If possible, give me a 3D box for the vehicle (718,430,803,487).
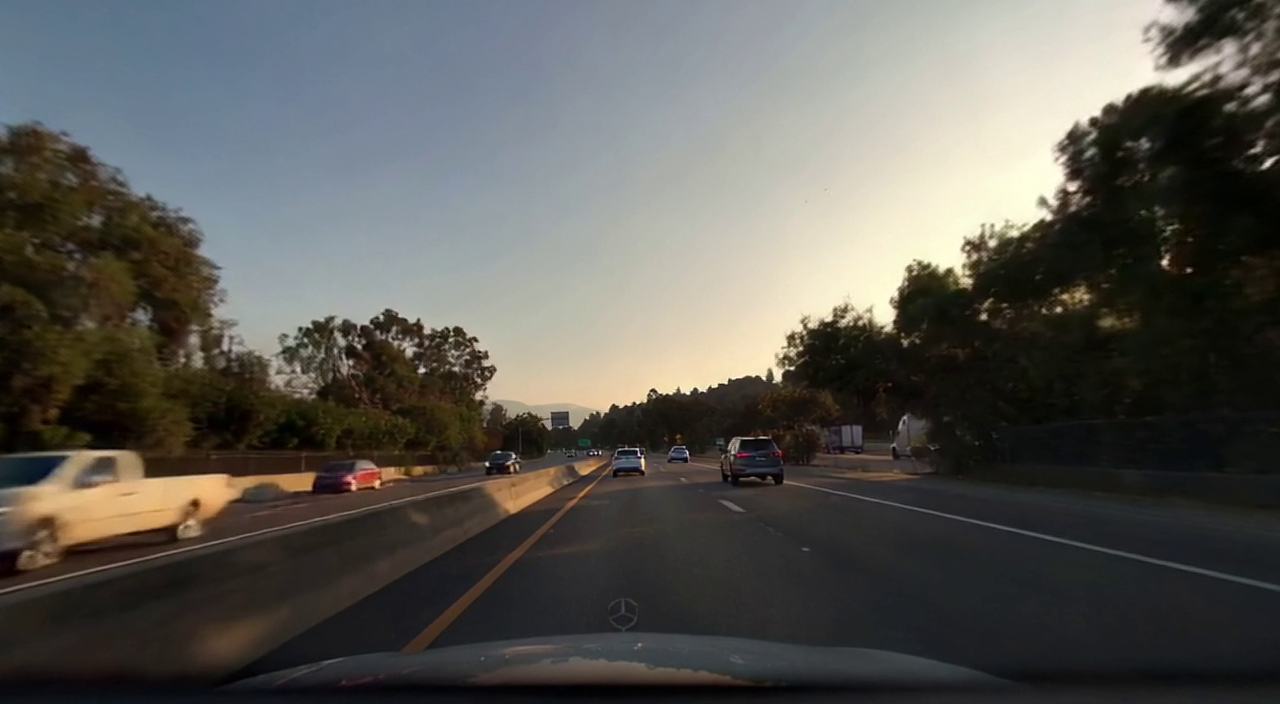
[{"bbox_3d":[4.488,4.082,24.191,2.261,1.952,4.784,0,-9,-1],"label":"vehicle"}]

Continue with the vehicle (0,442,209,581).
[{"bbox_3d":[-8.911,2.203,9.203,2.020,1.686,4.335,0,-9,0],"label":"vehicle"}]

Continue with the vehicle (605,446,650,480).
[{"bbox_3d":[-0.593,5.318,30.269,2.029,1.483,3.769,0,-9,0],"label":"vehicle"}]

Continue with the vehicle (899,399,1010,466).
[{"bbox_3d":[22.319,6.064,45.726,2.890,4.108,13.635,-2,-9,8],"label":"vehicle"}]

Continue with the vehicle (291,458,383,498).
[{"bbox_3d":[-12.928,5.379,27.080,1.884,1.502,4.159,0,-9,0],"label":"vehicle"}]

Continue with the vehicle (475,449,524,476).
[{"bbox_3d":[-9.254,7.325,41.708,2.063,1.683,4.605,-1,-9,1],"label":"vehicle"}]
